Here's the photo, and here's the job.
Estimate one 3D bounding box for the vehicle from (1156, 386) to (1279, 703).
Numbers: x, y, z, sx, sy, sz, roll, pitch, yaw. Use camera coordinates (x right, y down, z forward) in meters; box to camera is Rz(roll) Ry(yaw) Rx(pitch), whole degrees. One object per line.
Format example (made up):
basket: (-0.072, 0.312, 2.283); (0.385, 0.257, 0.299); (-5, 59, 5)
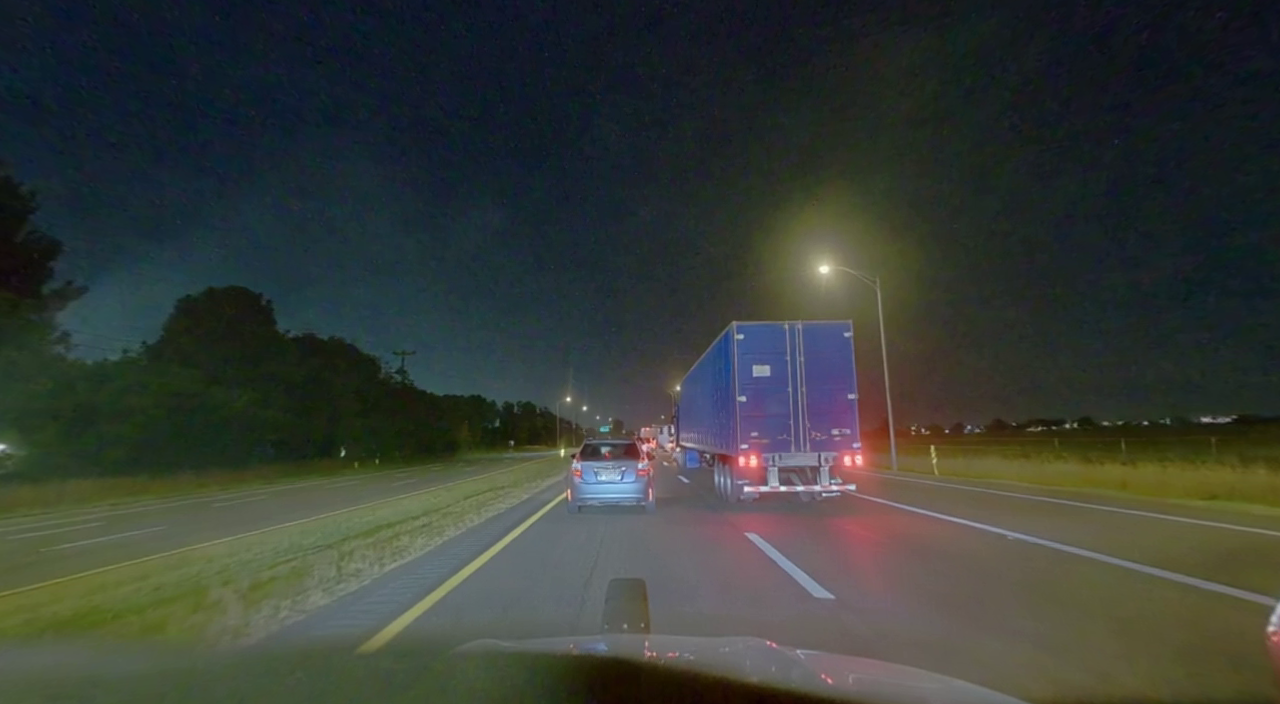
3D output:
vehicle: (3.546, 0.635, 0.701); (1.960, 1.515, 4.713); (0, -8, 0)

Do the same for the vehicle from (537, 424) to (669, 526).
vehicle: (-0.582, 2.181, 11.706); (2.009, 1.554, 4.013); (0, -8, 0)

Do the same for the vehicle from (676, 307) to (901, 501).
vehicle: (3.735, 2.311, 22.267); (3.591, 4.290, 16.696); (0, -8, -1)
